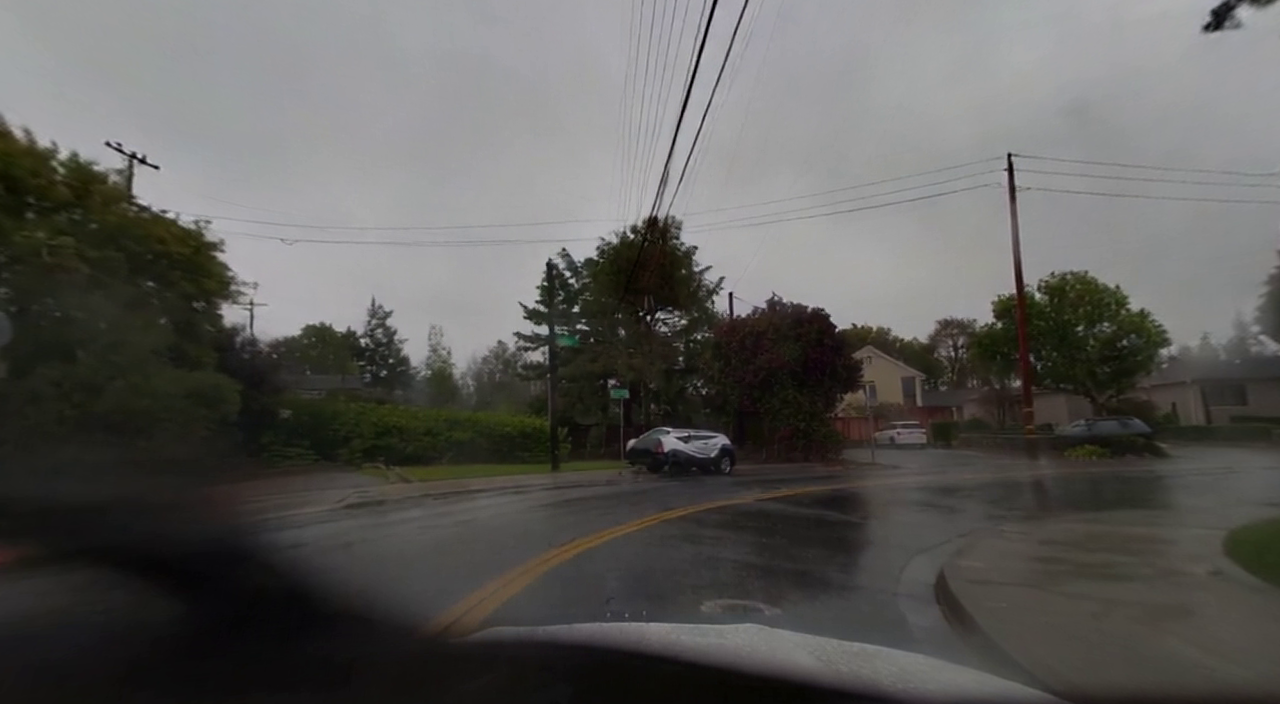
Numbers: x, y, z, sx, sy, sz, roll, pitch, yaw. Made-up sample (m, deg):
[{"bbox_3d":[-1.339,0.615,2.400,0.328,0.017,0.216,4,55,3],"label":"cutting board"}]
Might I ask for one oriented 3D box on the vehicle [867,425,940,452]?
[{"bbox_3d":[16.587,5.488,39.807,3.784,1.532,1.650,-2,-9,3],"label":"vehicle"}]
